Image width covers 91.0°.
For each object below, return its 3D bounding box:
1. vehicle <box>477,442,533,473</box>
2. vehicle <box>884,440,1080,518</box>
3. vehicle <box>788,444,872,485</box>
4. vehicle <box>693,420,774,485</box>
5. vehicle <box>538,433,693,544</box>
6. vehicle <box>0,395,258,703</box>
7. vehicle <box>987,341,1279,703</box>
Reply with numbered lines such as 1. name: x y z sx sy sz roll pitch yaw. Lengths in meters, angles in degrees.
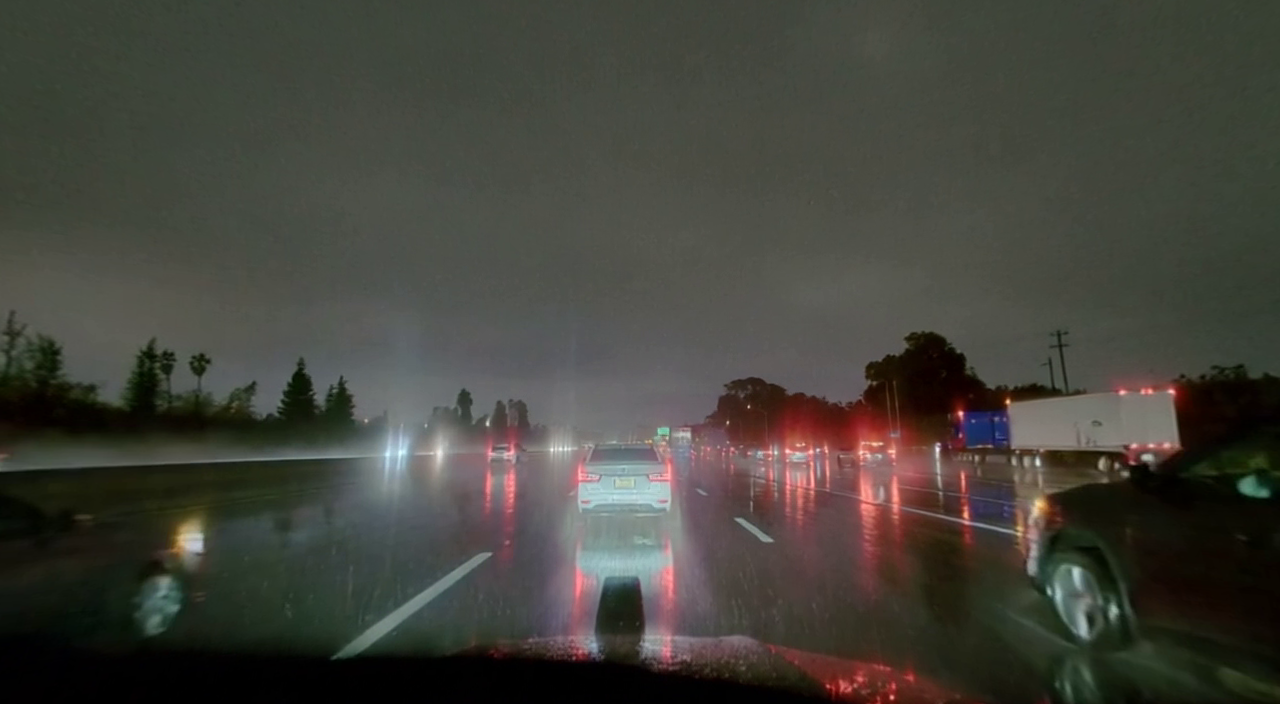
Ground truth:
1. vehicle: -7.341 5.809 34.738 2.010 1.557 4.449 0 -9 1
2. vehicle: 7.623 2.848 14.705 2.021 1.505 4.480 0 -9 -1
3. vehicle: 7.433 4.422 25.094 1.942 1.482 4.250 0 -9 -1
4. vehicle: 3.607 4.033 25.387 2.440 2.313 5.266 0 -9 0
5. vehicle: -0.322 2.192 10.746 2.132 1.499 4.038 0 -9 0
6. vehicle: -3.763 0.897 2.315 1.926 1.542 4.329 0 -9 1
7. vehicle: 3.593 0.803 2.510 2.053 1.666 4.106 0 -9 0
